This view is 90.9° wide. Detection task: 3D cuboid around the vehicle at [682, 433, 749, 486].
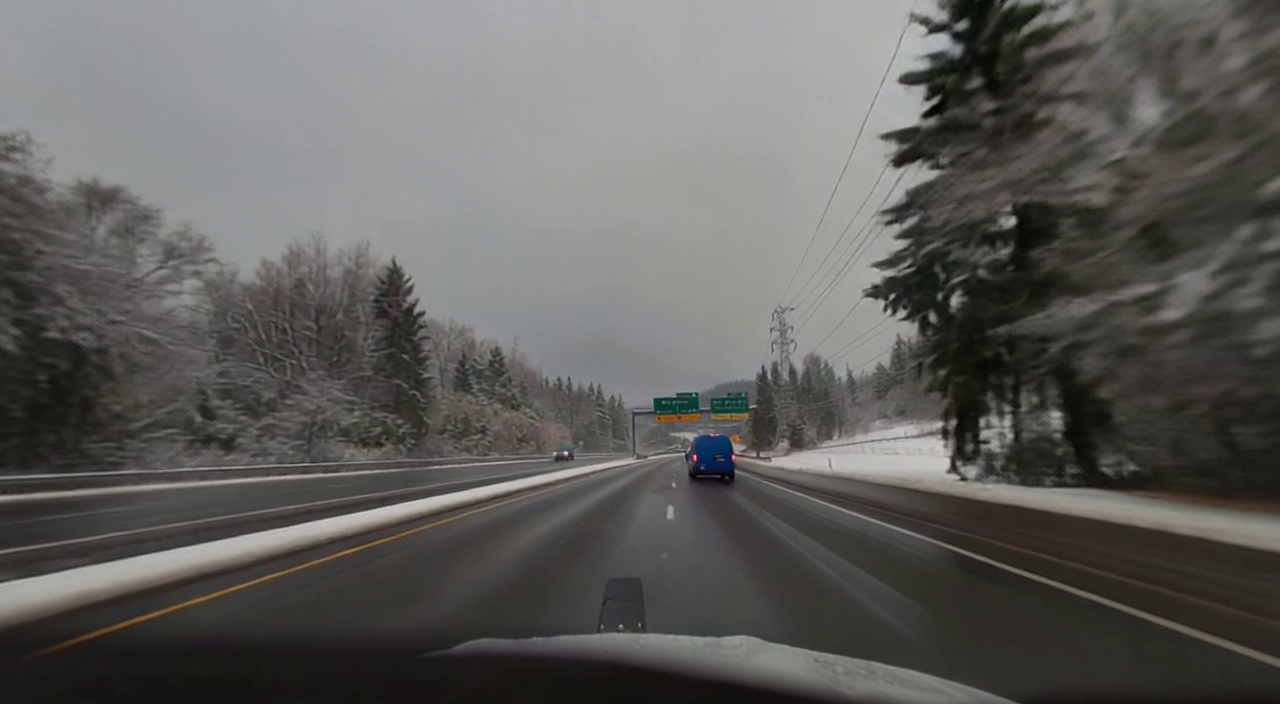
[{"bbox_3d":[3.017,4.445,26.362,2.261,1.969,5.104,0,-9,1],"label":"vehicle"}]
